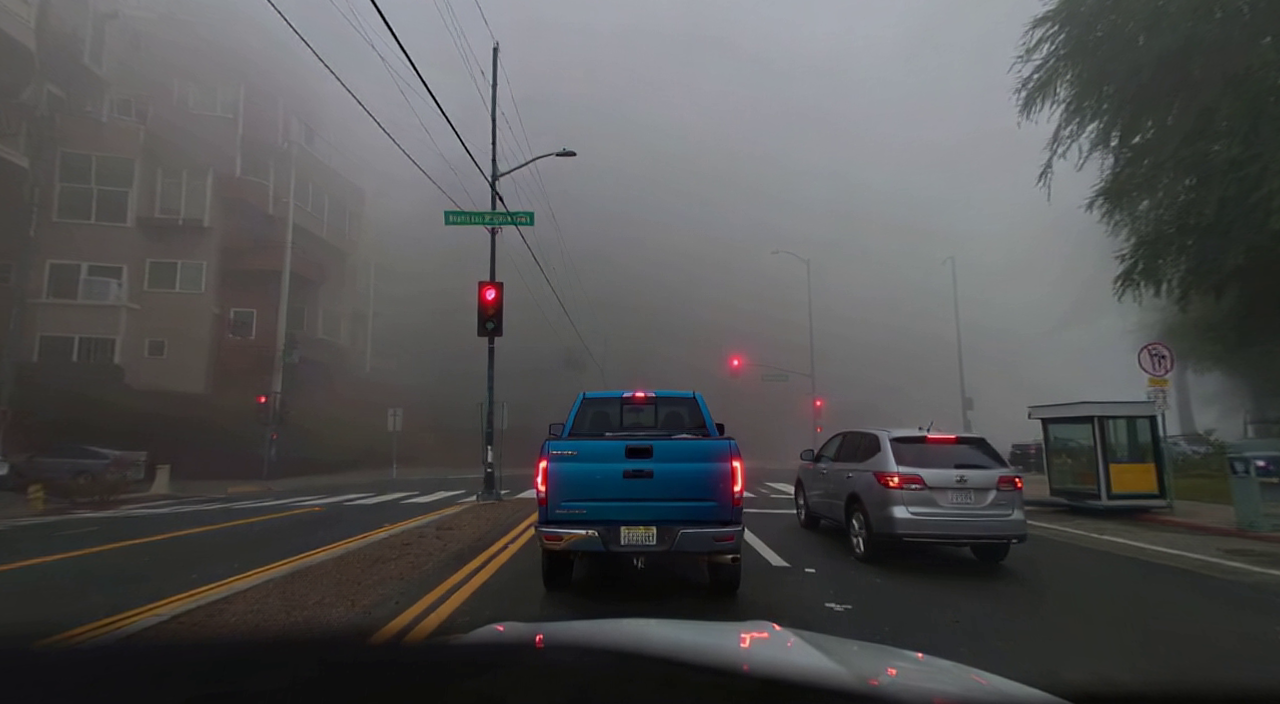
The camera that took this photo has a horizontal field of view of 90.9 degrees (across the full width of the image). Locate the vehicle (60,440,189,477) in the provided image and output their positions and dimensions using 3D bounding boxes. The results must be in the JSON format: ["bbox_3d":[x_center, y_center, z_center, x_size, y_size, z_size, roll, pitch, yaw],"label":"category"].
[{"bbox_3d":[-24.848,5.140,30.468,4.563,1.692,1.778,0,-8,-1],"label":"vehicle"}]

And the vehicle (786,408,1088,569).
[{"bbox_3d":[3.840,1.860,9.399,2.131,1.759,4.762,0,-8,-1],"label":"vehicle"}]

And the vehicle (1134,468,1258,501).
[{"bbox_3d":[26.369,6.280,29.990,4.071,1.388,1.884,0,-8,1],"label":"vehicle"}]

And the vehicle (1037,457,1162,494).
[{"bbox_3d":[21.892,5.875,30.154,4.498,1.618,1.843,0,-8,0],"label":"vehicle"}]

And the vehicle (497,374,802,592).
[{"bbox_3d":[0.110,1.552,8.301,2.738,1.959,5.070,0,-8,1],"label":"vehicle"}]
